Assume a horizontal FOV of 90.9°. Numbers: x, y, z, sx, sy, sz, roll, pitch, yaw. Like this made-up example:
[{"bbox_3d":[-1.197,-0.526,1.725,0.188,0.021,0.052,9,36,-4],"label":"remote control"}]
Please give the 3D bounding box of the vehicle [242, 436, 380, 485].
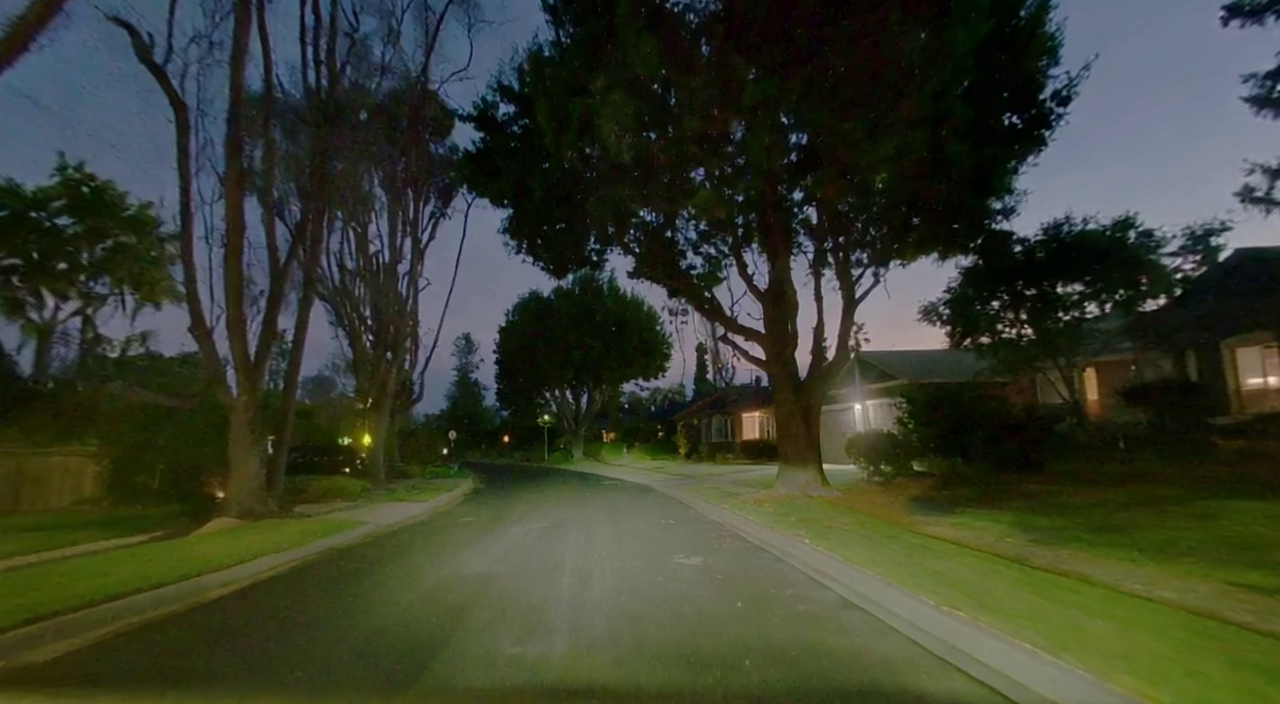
[{"bbox_3d":[-13.769,4.548,26.671,4.961,1.757,1.971,2,-9,-25],"label":"vehicle"}]
